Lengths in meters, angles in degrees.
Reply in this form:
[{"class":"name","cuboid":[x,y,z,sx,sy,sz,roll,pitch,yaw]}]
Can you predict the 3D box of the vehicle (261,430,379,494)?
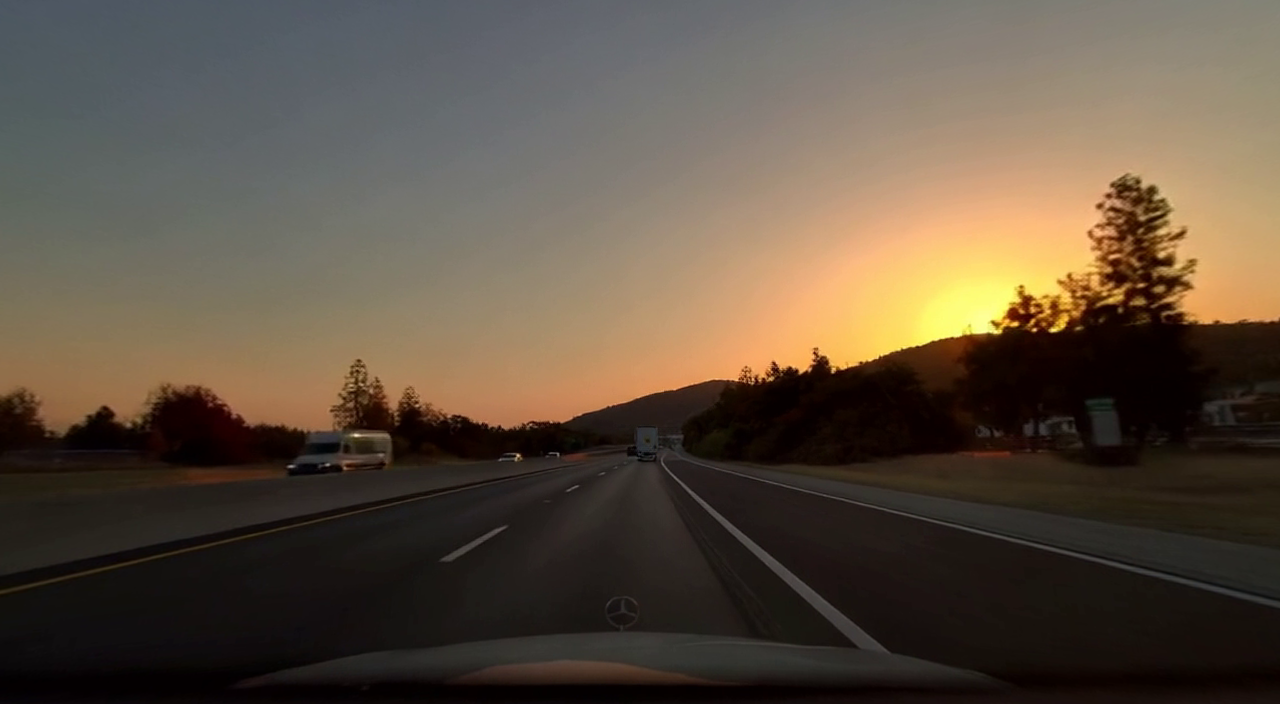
[{"class":"vehicle","cuboid":[-17.199,5.973,34.545,2.734,3.128,6.814,0,-9,1]}]
